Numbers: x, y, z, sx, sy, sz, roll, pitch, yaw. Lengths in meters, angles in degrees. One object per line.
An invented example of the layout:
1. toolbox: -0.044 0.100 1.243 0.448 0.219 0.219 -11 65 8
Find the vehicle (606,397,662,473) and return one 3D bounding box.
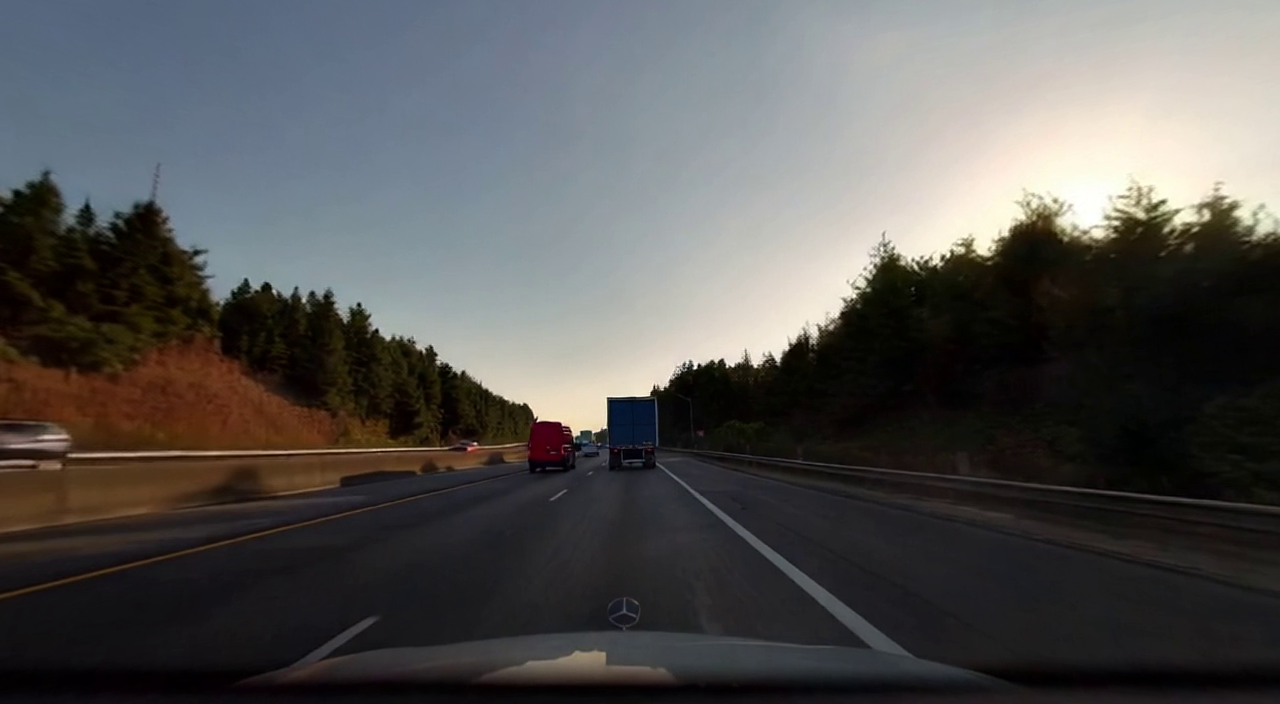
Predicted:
1. vehicle: -0.359 5.230 38.935 2.995 4.036 10.311 0 -9 0

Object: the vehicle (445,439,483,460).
1. vehicle: -13.558 7.544 48.809 1.729 1.572 4.411 0 -9 0

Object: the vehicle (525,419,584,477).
1. vehicle: -4.459 5.208 34.162 2.357 2.786 6.144 0 -9 0
